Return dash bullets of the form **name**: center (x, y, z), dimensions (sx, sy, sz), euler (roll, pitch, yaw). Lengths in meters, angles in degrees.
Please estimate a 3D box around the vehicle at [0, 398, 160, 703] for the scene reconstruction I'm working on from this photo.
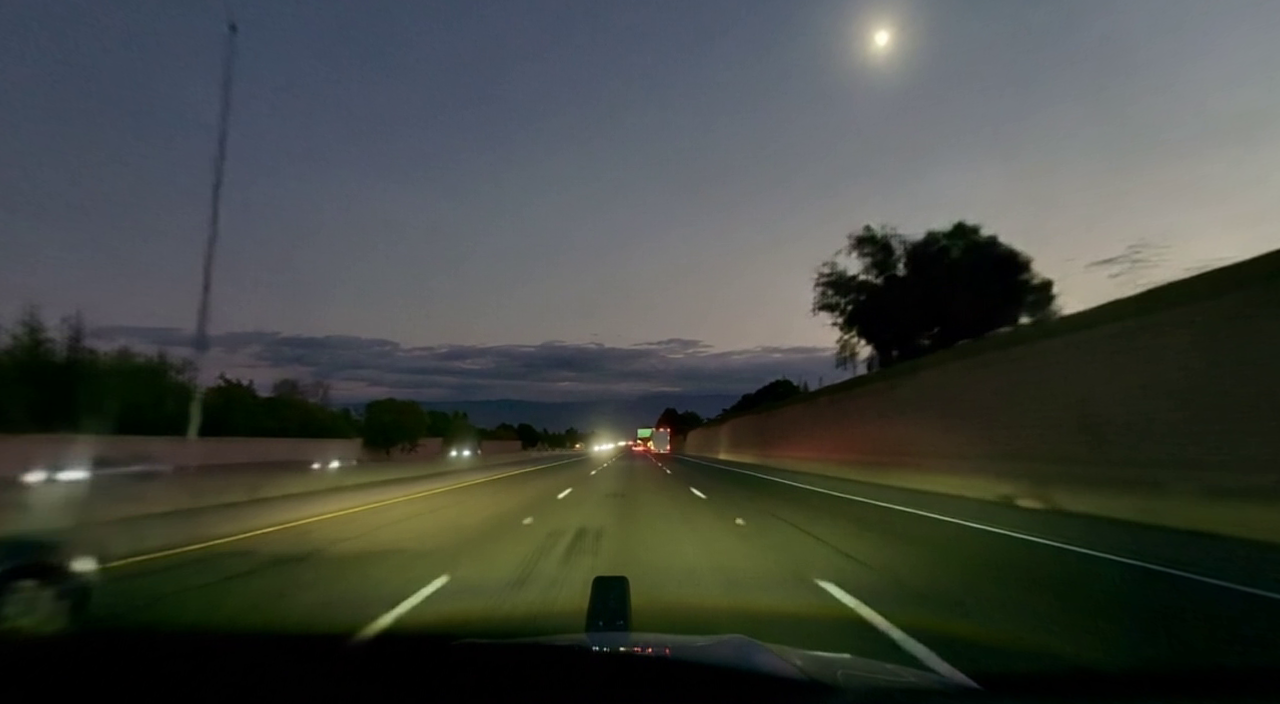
- **vehicle**: center (-3.963, 0.728, 1.099), dimensions (2.129, 1.559, 5.272), euler (0, -9, 0)
